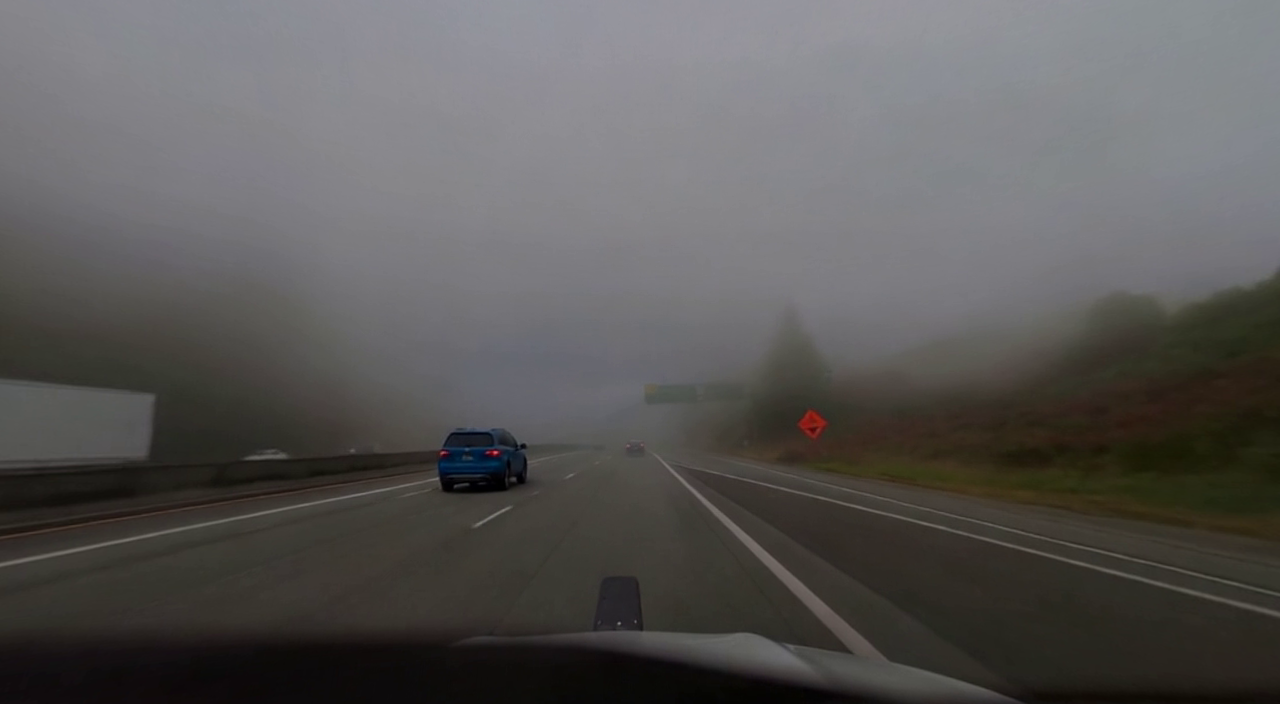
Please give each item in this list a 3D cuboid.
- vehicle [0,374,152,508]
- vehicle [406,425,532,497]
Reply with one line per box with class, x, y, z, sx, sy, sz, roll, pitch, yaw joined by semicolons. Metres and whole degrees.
vehicle;-17.243;2.043;14.345;2.936;3.275;11.845;0;-8;-1
vehicle;-4.374;2.871;16.897;2.125;1.662;4.336;0;-8;1
